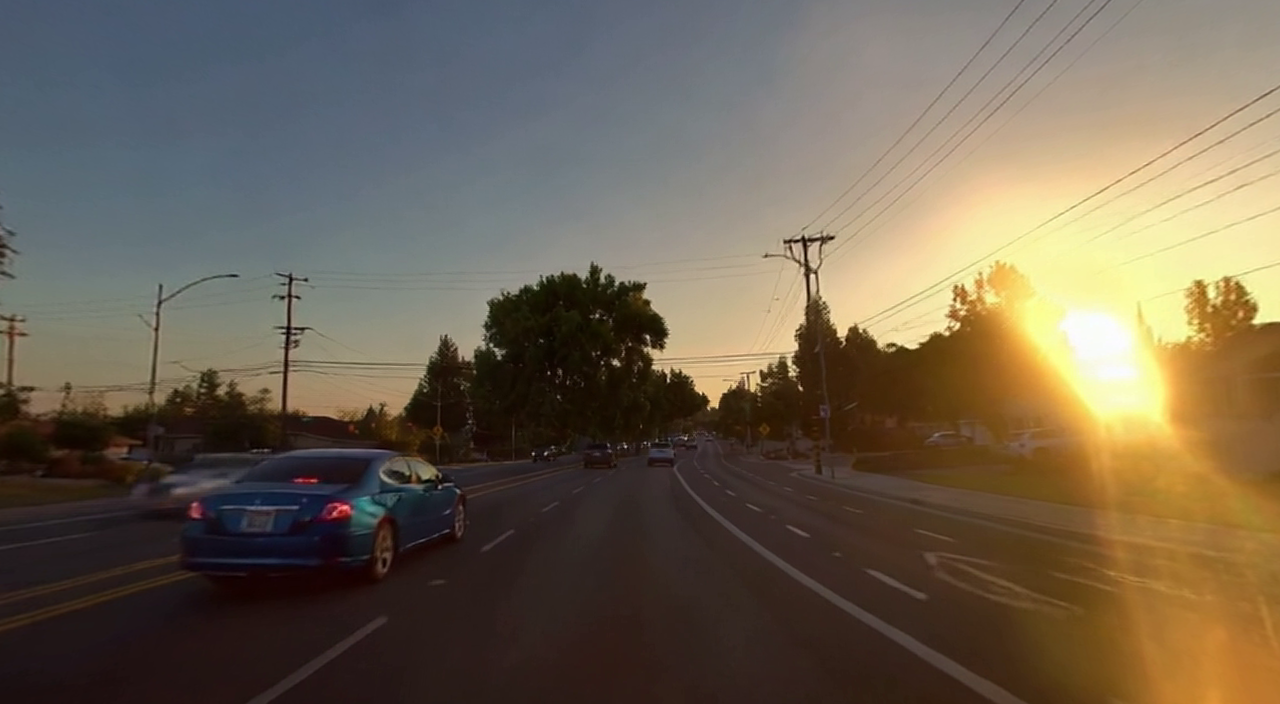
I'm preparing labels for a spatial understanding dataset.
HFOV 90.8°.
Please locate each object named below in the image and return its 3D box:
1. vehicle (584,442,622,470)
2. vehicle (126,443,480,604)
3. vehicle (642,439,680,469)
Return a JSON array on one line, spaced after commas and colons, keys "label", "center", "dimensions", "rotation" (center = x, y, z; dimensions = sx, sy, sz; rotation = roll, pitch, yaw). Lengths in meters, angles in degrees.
[{"label": "vehicle", "center": [-2.330, 6.652, 40.738], "dimensions": [1.899, 1.685, 4.121], "rotation": [-1, -9, 5]}, {"label": "vehicle", "center": [-3.577, 1.866, 7.896], "dimensions": [1.901, 1.409, 4.442], "rotation": [0, -9, 1]}, {"label": "vehicle", "center": [1.413, 6.536, 40.673], "dimensions": [2.155, 1.836, 4.250], "rotation": [-1, -9, 5]}]
